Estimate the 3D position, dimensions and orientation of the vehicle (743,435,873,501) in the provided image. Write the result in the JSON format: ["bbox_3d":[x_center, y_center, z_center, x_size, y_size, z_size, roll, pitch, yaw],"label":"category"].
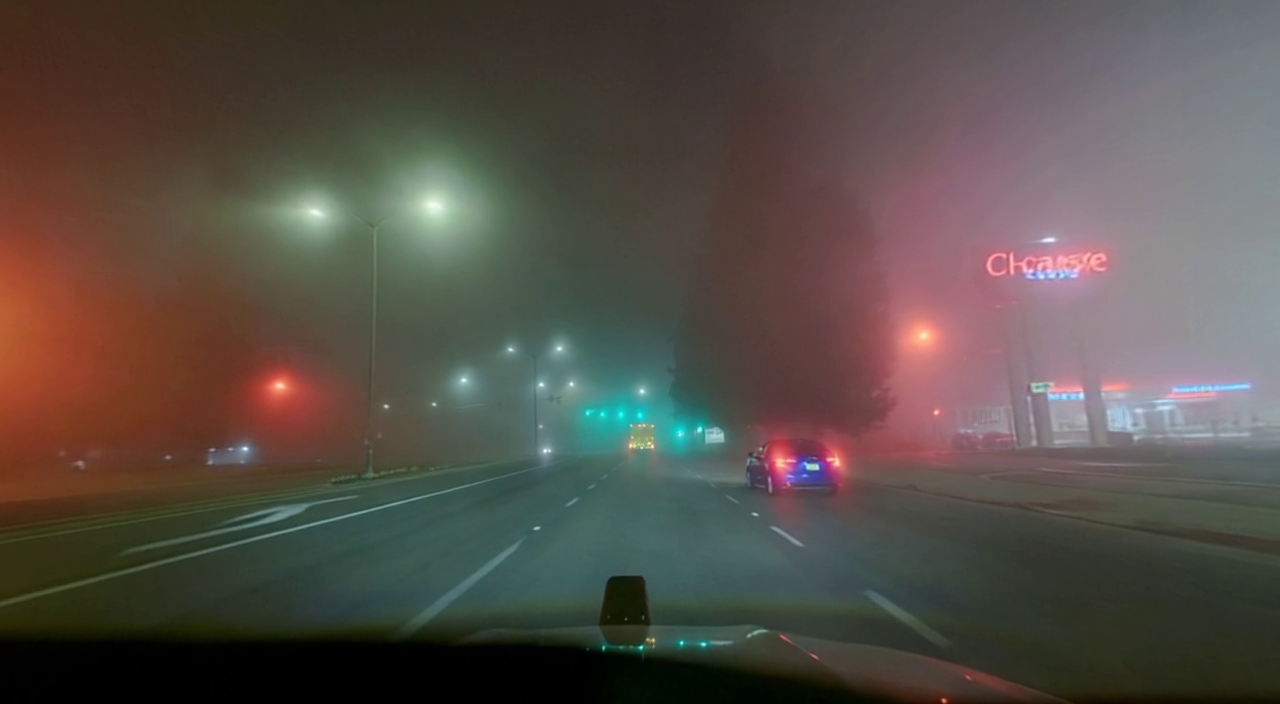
[{"bbox_3d":[4.136,2.921,16.410,2.005,1.442,4.675,0,-8,-1],"label":"vehicle"}]
